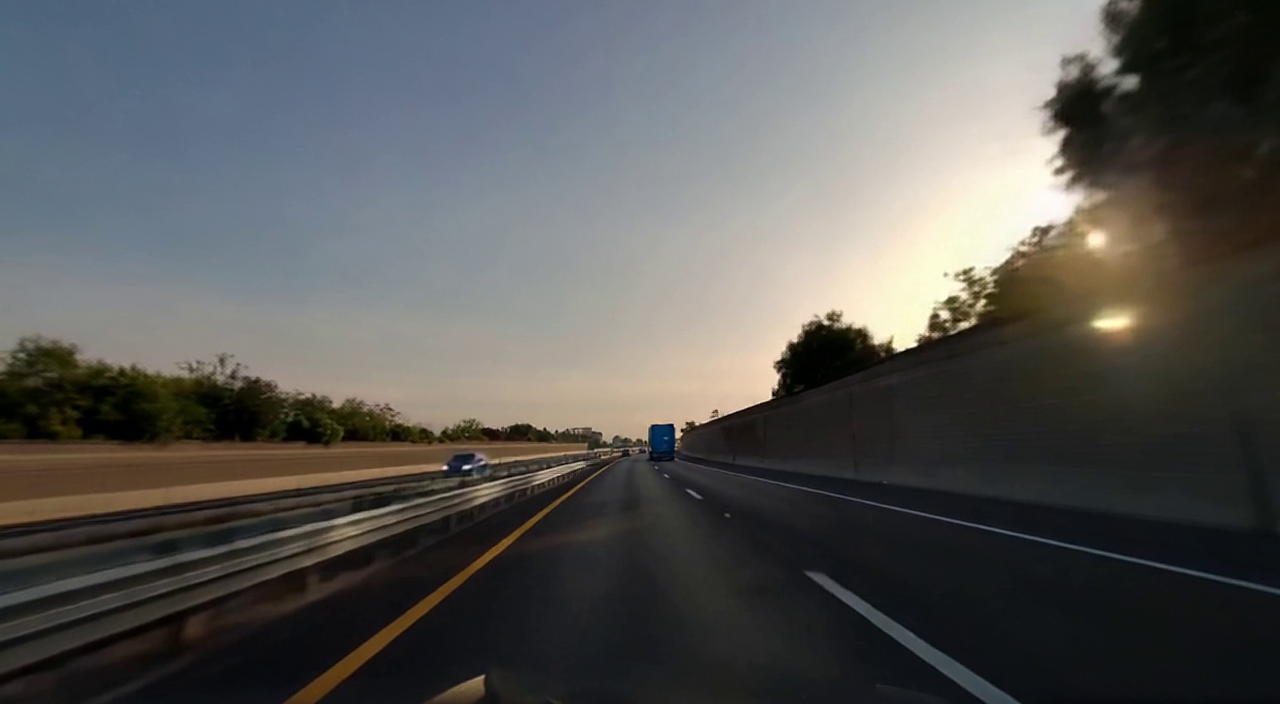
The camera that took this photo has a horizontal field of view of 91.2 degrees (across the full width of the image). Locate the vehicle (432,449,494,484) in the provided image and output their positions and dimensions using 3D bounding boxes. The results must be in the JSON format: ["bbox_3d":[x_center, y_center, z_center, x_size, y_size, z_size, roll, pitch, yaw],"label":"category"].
[{"bbox_3d":[-9.030,5.853,32.303,1.964,1.668,4.267,0,-9,-1],"label":"vehicle"}]
